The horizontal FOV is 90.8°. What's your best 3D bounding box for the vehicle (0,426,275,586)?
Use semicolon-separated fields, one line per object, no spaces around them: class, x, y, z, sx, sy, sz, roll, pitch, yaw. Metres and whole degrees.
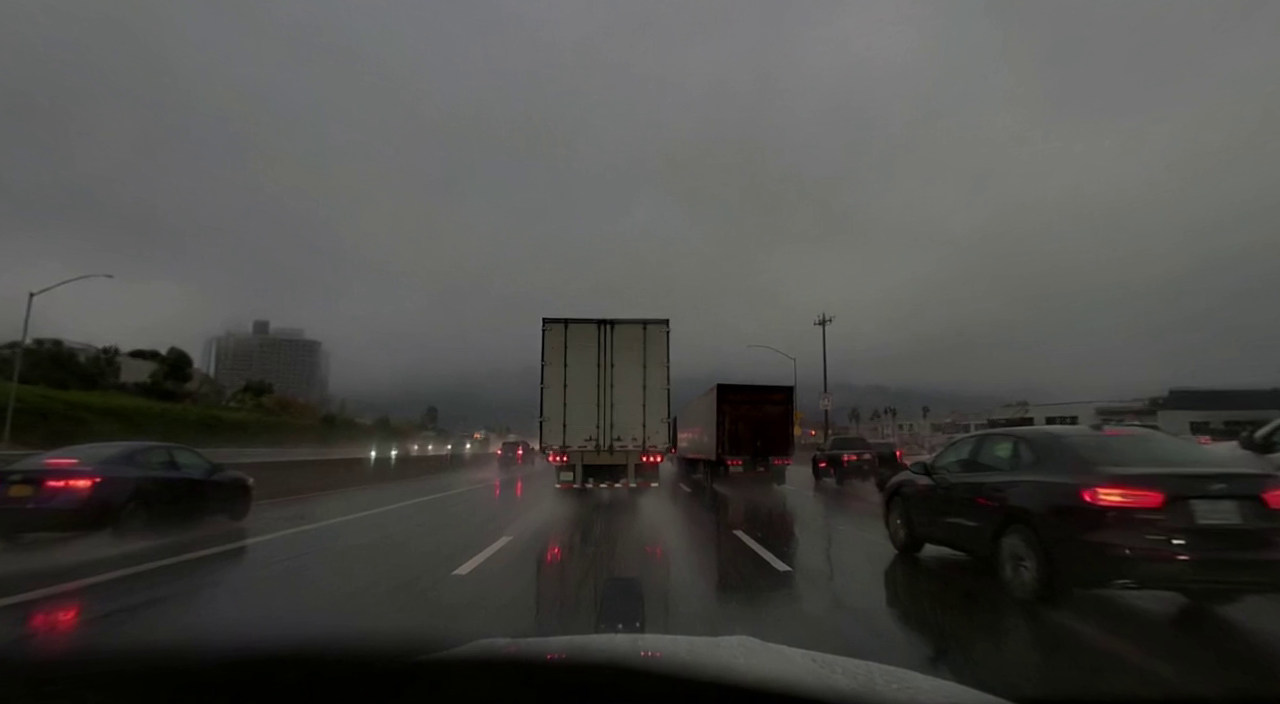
vehicle;-6.958;1.739;7.855;1.973;1.471;4.779;0;-9;0

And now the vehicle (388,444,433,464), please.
vehicle;-17.395;7.748;48.111;1.918;1.450;4.441;0;-9;-3

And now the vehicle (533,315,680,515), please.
vehicle;-0.715;2.037;18.169;2.906;4.040;10.743;0;-9;0

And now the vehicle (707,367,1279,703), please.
vehicle;3.424;2.136;10.267;2.869;1.940;14.755;0;-9;-1

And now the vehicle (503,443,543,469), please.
vehicle;-8.289;7.442;45.247;2.088;1.726;4.545;0;-9;-2

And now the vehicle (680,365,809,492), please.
vehicle;3.158;2.734;21.776;2.669;3.491;8.645;0;-9;-2
